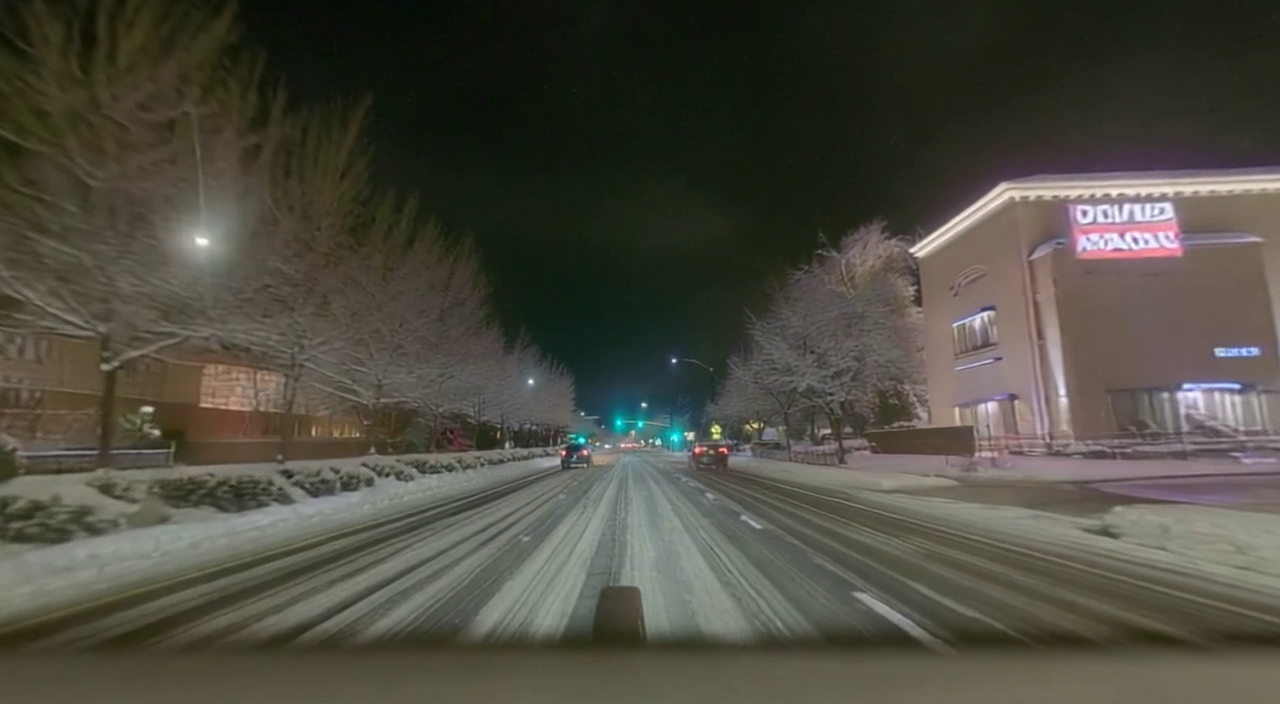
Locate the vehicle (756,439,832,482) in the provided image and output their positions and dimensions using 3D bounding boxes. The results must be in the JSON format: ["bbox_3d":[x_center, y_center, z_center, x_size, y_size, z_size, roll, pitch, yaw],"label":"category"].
[{"bbox_3d":[6.766,4.794,28.234,2.182,1.744,4.600,0,-8,-1],"label":"vehicle"}]

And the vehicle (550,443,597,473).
[{"bbox_3d":[-3.354,5.453,32.624,2.005,1.477,4.169,0,-8,0],"label":"vehicle"}]

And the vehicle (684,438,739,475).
[{"bbox_3d":[3.545,5.270,31.933,2.083,1.743,4.354,0,-8,-3],"label":"vehicle"}]
